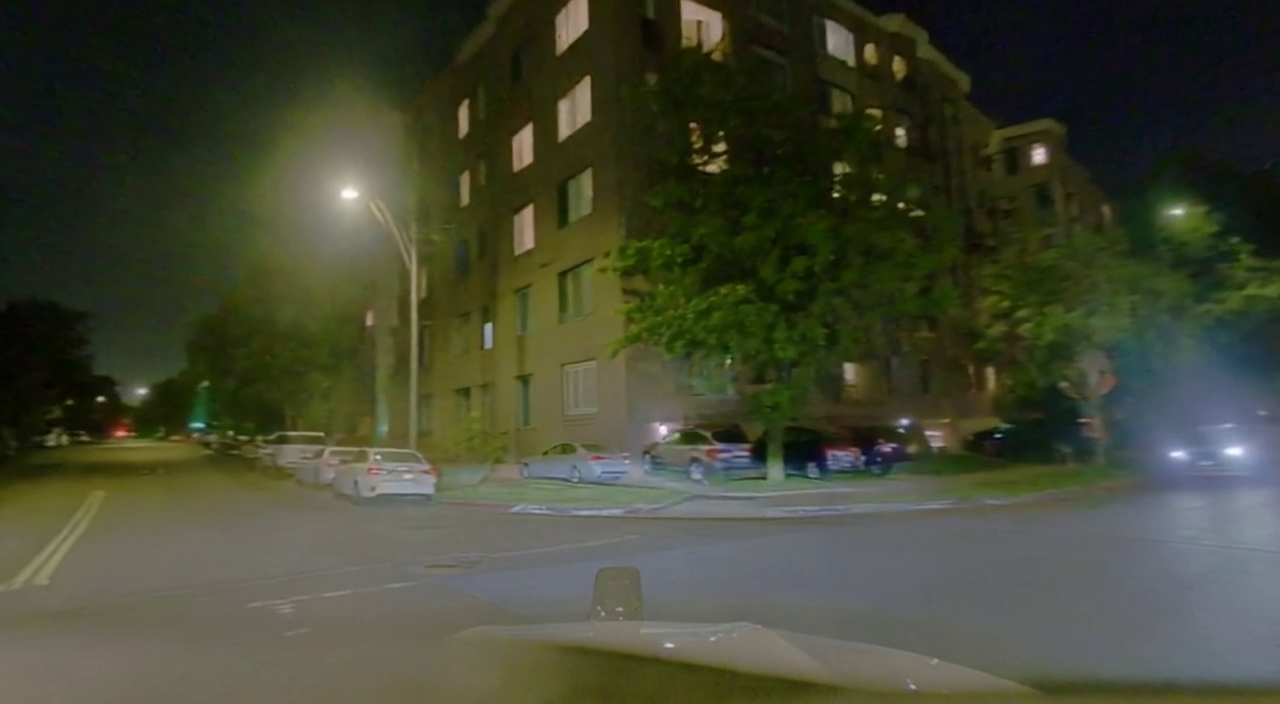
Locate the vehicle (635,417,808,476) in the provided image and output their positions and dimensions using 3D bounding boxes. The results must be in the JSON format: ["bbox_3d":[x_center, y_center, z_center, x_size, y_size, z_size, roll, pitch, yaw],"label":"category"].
[{"bbox_3d":[2.566,2.814,18.906,5.312,1.533,2.104,7,-11,-40],"label":"vehicle"}]

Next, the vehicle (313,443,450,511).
[{"bbox_3d":[-6.693,3.037,15.971,1.977,1.410,4.744,6,-10,-37],"label":"vehicle"}]

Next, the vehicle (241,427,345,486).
[{"bbox_3d":[-13.698,4.023,24.631,2.365,1.970,6.011,6,-11,-39],"label":"vehicle"}]

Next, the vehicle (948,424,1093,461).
[{"bbox_3d":[16.574,3.996,27.697,1.802,1.480,5.079,6,-10,-39],"label":"vehicle"}]

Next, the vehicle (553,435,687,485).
[{"bbox_3d":[-0.573,3.373,20.012,3.821,1.417,2.061,7,-11,-41],"label":"vehicle"}]

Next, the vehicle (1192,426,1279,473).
[{"bbox_3d":[20.804,3.315,21.626,4.076,1.454,2.009,7,-11,-39],"label":"vehicle"}]

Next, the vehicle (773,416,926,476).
[{"bbox_3d":[6.202,2.745,18.461,4.413,1.549,1.918,5,-10,-34],"label":"vehicle"}]
